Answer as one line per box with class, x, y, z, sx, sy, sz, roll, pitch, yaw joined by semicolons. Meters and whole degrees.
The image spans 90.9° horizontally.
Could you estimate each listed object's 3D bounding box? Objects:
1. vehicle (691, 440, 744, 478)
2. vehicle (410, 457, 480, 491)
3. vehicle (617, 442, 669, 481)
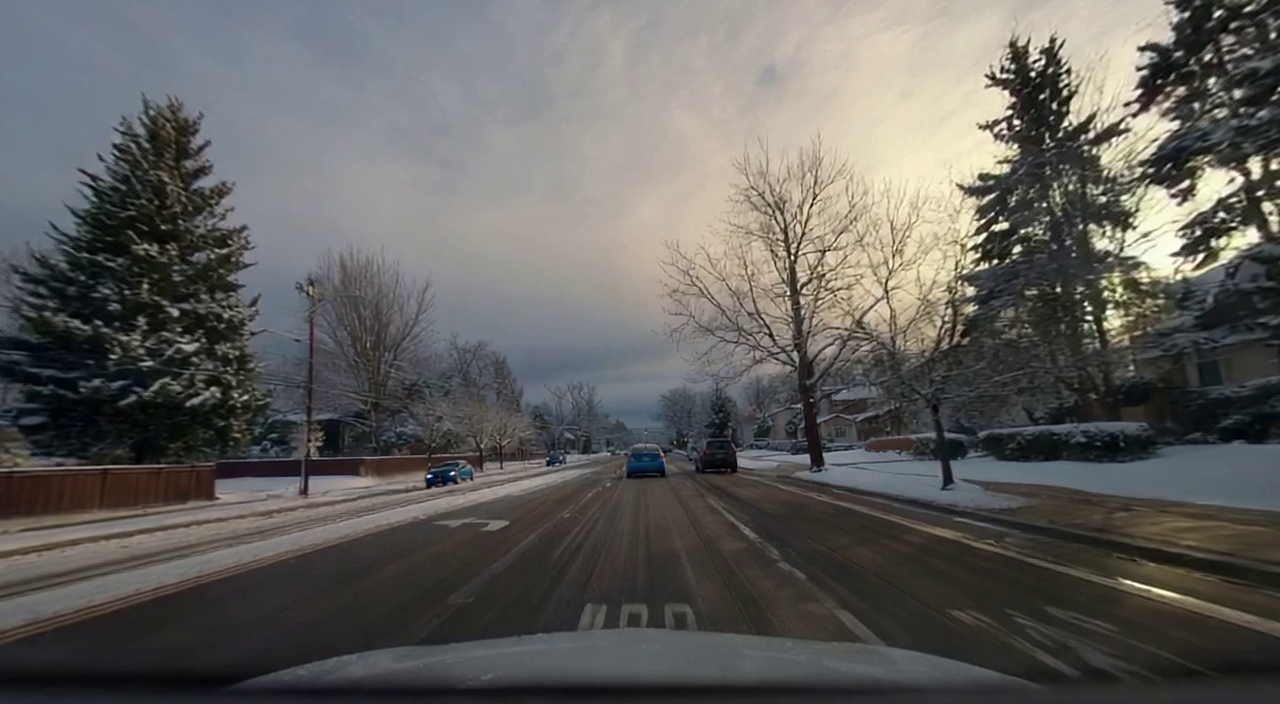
vehicle;3.728;5.255;31.157;2.024;1.711;4.512;0;-8;-1
vehicle;-9.779;6.131;31.989;1.916;1.492;4.677;-1;-8;2
vehicle;0.129;4.971;28.927;2.200;1.653;4.127;0;-8;0
